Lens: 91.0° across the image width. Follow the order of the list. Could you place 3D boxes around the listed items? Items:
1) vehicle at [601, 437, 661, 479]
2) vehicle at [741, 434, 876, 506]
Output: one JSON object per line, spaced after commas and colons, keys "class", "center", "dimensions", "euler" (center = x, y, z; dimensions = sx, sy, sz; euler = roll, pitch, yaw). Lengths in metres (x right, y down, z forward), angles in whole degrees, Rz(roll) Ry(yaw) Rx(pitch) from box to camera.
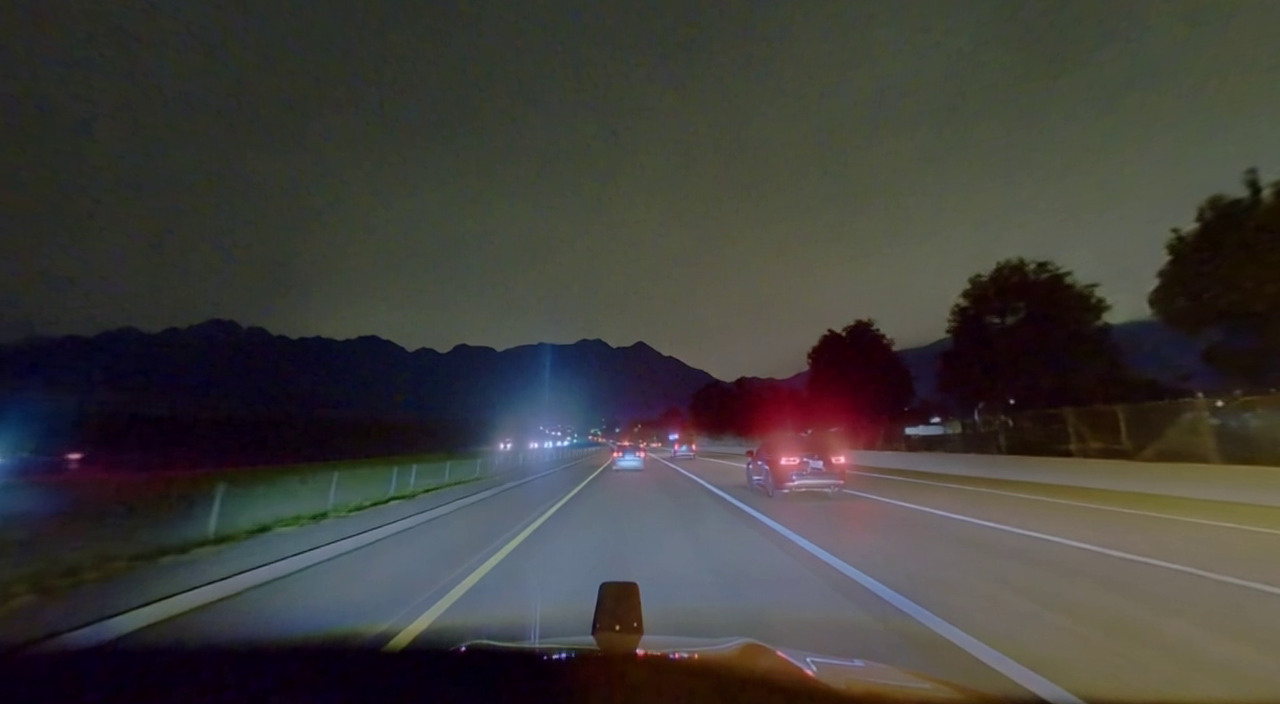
{"class": "vehicle", "center": [-0.329, 4.005, 24.021], "dimensions": [2.085, 1.449, 3.860], "euler": [0, -8, 0]}
{"class": "vehicle", "center": [3.786, 2.708, 14.972], "dimensions": [1.957, 1.447, 4.241], "euler": [0, -8, -1]}
